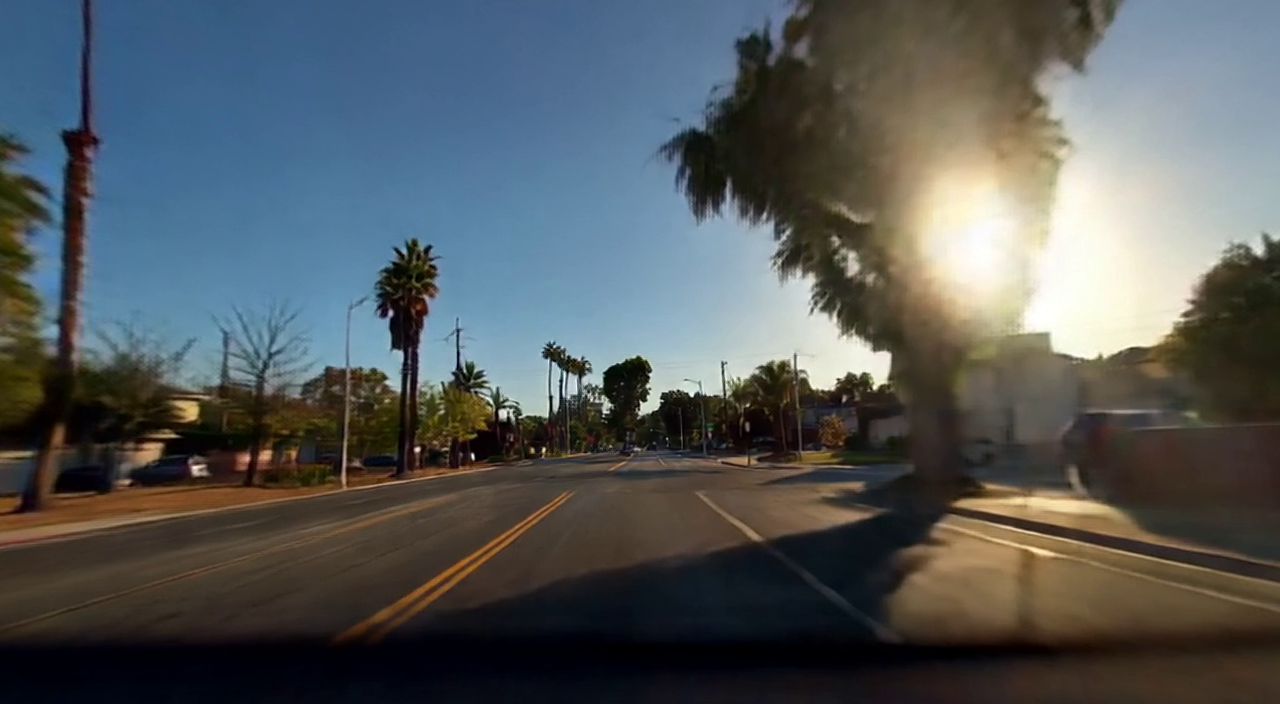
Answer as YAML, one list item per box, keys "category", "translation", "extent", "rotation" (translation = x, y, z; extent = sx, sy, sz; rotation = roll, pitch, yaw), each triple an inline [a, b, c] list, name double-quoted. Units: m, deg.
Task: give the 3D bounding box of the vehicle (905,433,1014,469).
- category: "vehicle"
  translation: [16.214, 5.026, 32.235]
  extent: [4.296, 1.701, 2.255]
  rotation: [0, -8, -1]

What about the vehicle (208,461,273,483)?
- category: "vehicle"
  translation: [-30.628, 9.146, 48.432]
  extent: [4.858, 1.473, 2.034]
  rotation: [-5, -9, 29]

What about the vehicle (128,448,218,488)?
- category: "vehicle"
  translation: [-26.356, 6.466, 35.640]
  extent: [4.714, 1.999, 2.272]
  rotation: [-5, -8, 30]

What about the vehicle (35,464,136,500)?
- category: "vehicle"
  translation: [-26.083, 6.044, 29.706]
  extent: [4.452, 1.466, 1.910]
  rotation: [-4, -10, 27]

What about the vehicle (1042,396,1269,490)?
- category: "vehicle"
  translation: [12.771, 2.261, 15.682]
  extent: [4.963, 2.031, 2.132]
  rotation: [4, -9, -23]
